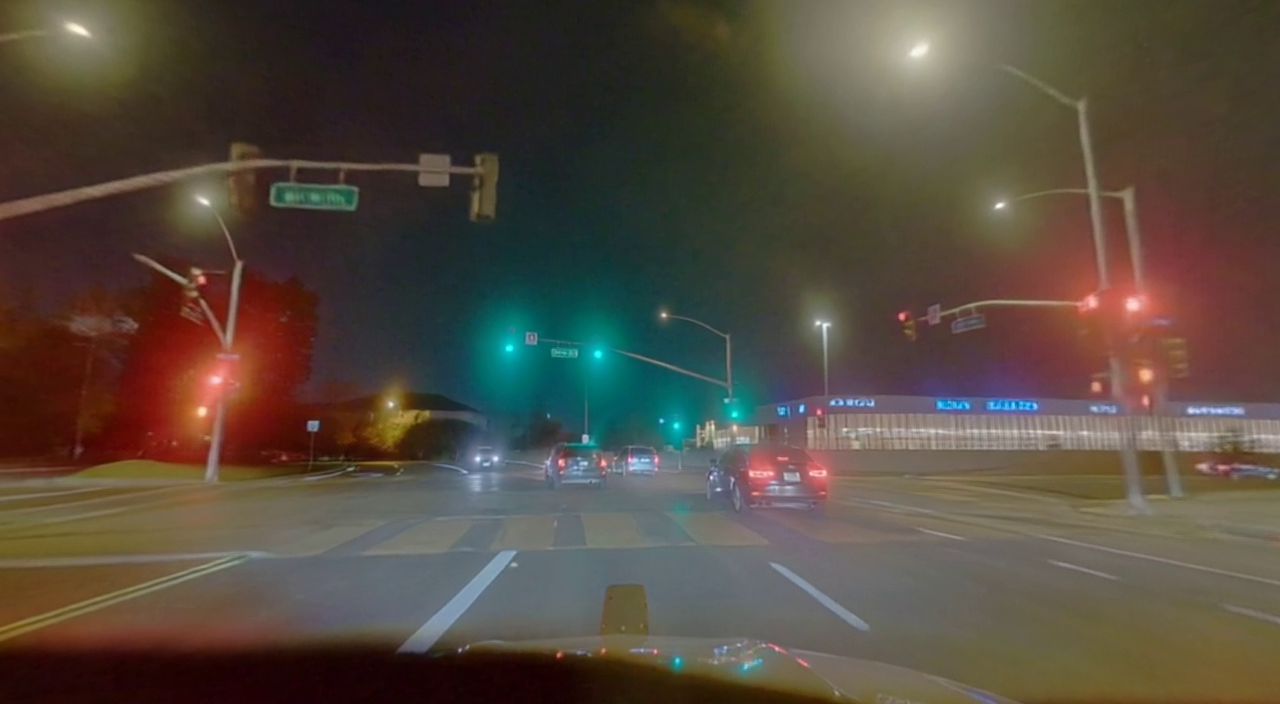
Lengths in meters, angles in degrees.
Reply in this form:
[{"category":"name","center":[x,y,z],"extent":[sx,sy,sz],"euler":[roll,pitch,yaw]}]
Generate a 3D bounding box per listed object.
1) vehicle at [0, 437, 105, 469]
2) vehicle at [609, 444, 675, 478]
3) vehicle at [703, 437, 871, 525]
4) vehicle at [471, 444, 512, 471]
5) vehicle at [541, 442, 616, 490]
[{"category":"vehicle","center":[-31.624,5.411,33.882],"extent":[3.796,1.595,1.808],"euler":[3,-9,-18]},{"category":"vehicle","center":[0.008,5.170,30.258],"extent":[1.957,1.463,4.701],"euler":[2,-9,-15]},{"category":"vehicle","center":[2.773,2.552,13.114],"extent":[1.984,1.476,4.488],"euler":[1,-9,-6]},{"category":"vehicle","center":[-9.116,6.404,38.469],"extent":[2.012,1.492,4.079],"euler":[4,-8,-18]},{"category":"vehicle","center":[-2.345,4.057,22.866],"extent":[2.308,1.535,4.811],"euler":[2,-9,-10]}]
